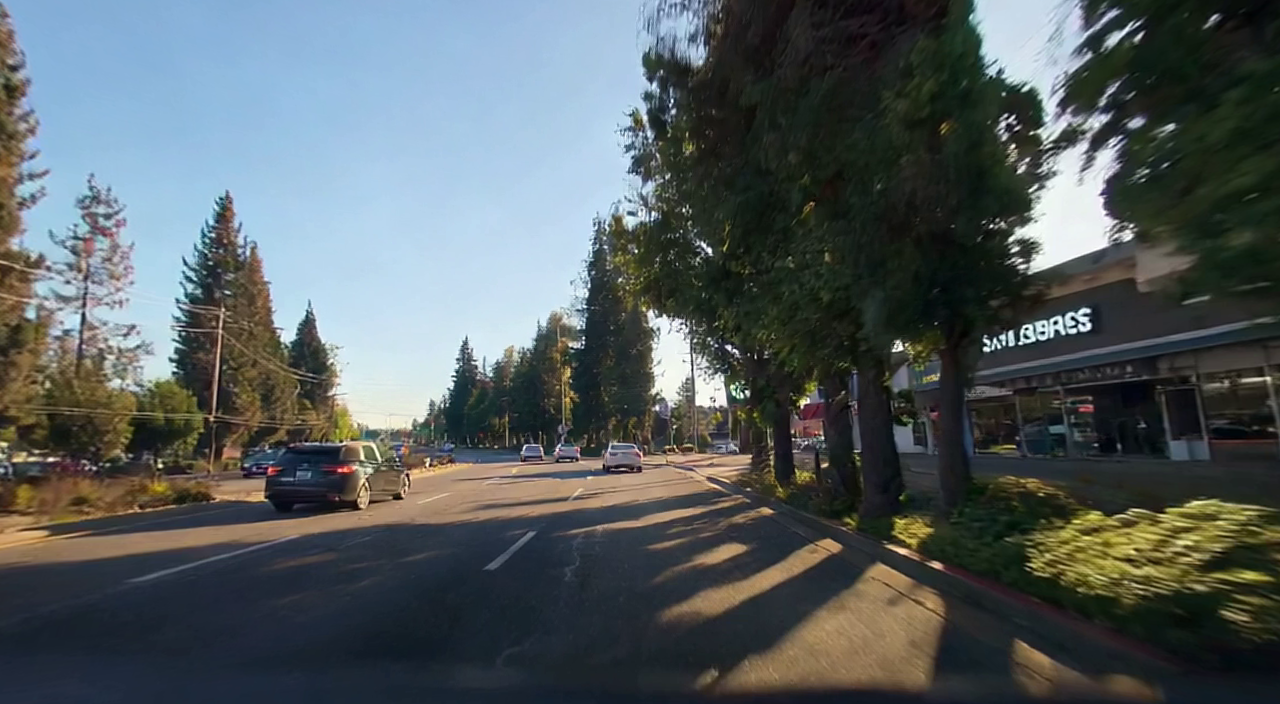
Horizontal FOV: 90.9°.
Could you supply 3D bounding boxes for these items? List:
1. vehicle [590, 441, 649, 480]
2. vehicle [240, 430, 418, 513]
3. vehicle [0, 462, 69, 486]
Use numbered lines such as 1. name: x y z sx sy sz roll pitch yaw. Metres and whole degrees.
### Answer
1. vehicle: -0.939 4.524 26.553 2.130 1.476 4.453 1 -9 -6
2. vehicle: -7.472 2.911 15.831 2.195 1.752 4.515 0 -8 -1
3. vehicle: -47.514 9.451 48.839 4.311 1.683 1.984 1 -9 -7
